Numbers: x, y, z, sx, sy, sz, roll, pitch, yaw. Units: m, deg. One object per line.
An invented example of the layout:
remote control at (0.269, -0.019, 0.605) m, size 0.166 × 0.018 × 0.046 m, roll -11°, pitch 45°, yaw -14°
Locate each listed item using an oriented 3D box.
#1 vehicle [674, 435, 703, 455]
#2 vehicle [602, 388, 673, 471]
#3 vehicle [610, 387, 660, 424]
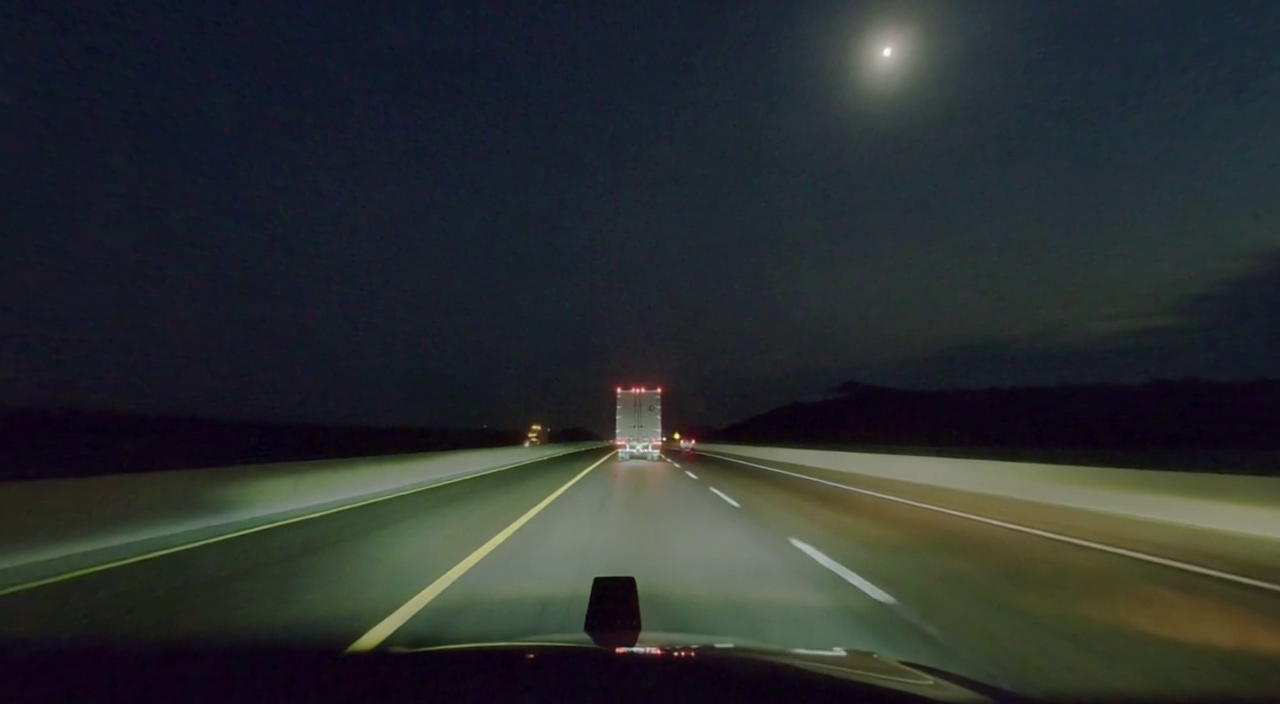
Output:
vehicle at (3.775, 7.308, 49.639) m, size 1.910 × 1.492 × 4.324 m, roll 0°, pitch -8°, yaw 0°
vehicle at (-0.304, 4.060, 32.976) m, size 2.953 × 3.406 × 13.372 m, roll 1°, pitch -7°, yaw -2°
vehicle at (-0.204, 2.505, 28.730) m, size 2.112 × 1.472 × 4.240 m, roll 0°, pitch -8°, yaw 0°
